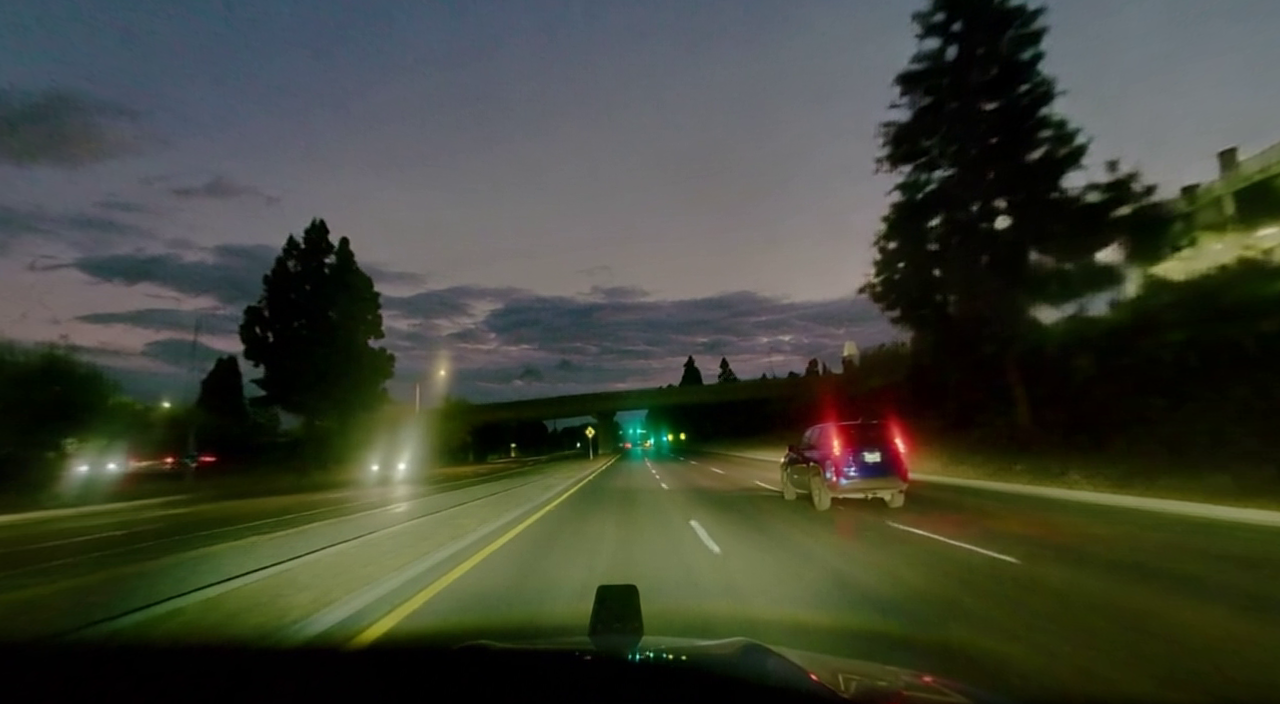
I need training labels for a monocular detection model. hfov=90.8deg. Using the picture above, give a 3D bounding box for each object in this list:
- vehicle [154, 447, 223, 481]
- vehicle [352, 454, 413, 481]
[{"bbox_3d":[-28.852,7.119,40.590,2.199,1.959,5.771,4,-9,-22],"label":"vehicle"},{"bbox_3d":[-15.703,7.062,38.808,1.912,1.465,4.479,0,-9,0],"label":"vehicle"}]
